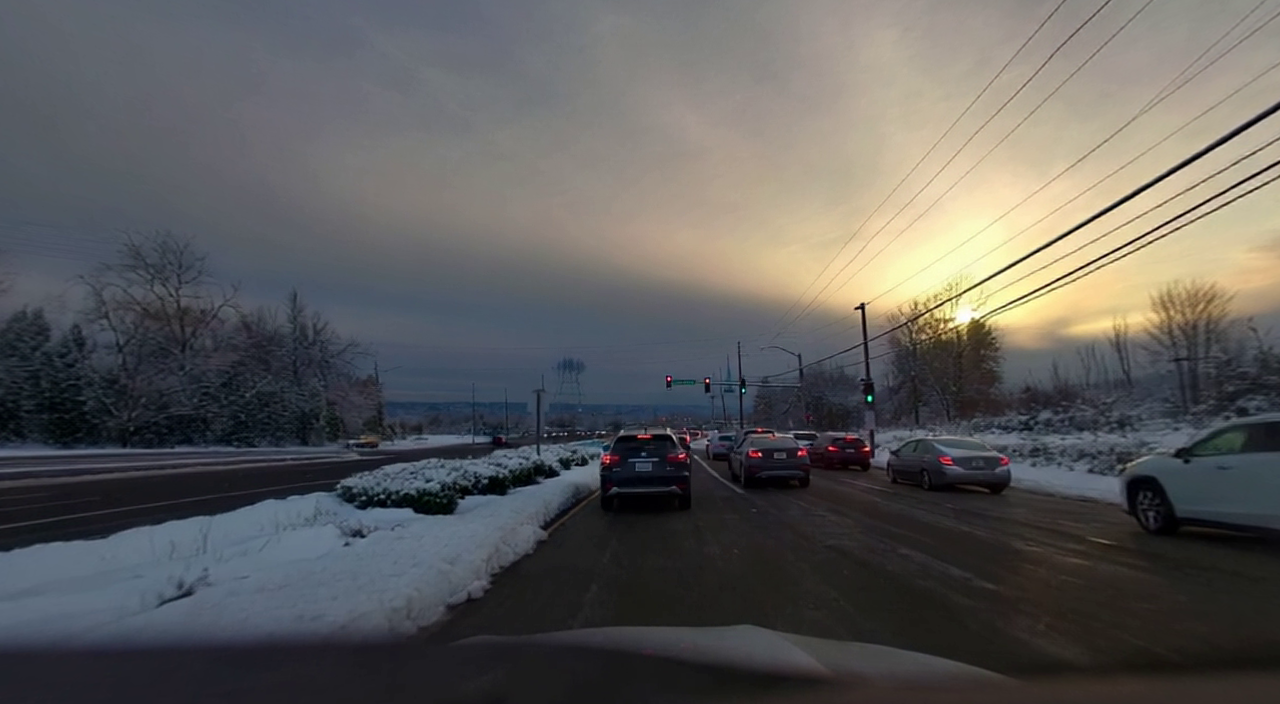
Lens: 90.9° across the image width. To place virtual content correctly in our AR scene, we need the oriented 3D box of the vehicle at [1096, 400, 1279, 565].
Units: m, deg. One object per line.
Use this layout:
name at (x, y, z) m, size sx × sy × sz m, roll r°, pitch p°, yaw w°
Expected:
vehicle at (8.187, 1.474, 7.206) m, size 2.195 × 1.802 × 5.051 m, roll 0°, pitch -8°, yaw 1°

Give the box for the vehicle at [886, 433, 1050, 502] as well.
vehicle at (8.067, 2.867, 16.097) m, size 1.905 × 1.483 × 4.469 m, roll -1°, pitch -8°, yaw 2°

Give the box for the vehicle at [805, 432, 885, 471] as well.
vehicle at (8.794, 4.316, 27.502) m, size 1.966 × 1.536 × 4.666 m, roll 0°, pitch -8°, yaw 1°

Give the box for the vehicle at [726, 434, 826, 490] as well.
vehicle at (3.882, 3.221, 18.847) m, size 2.028 × 1.454 × 4.531 m, roll 0°, pitch -8°, yaw 1°

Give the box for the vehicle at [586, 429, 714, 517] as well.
vehicle at (0.202, 2.422, 13.168) m, size 2.208 × 1.498 × 4.401 m, roll 0°, pitch -8°, yaw 1°
